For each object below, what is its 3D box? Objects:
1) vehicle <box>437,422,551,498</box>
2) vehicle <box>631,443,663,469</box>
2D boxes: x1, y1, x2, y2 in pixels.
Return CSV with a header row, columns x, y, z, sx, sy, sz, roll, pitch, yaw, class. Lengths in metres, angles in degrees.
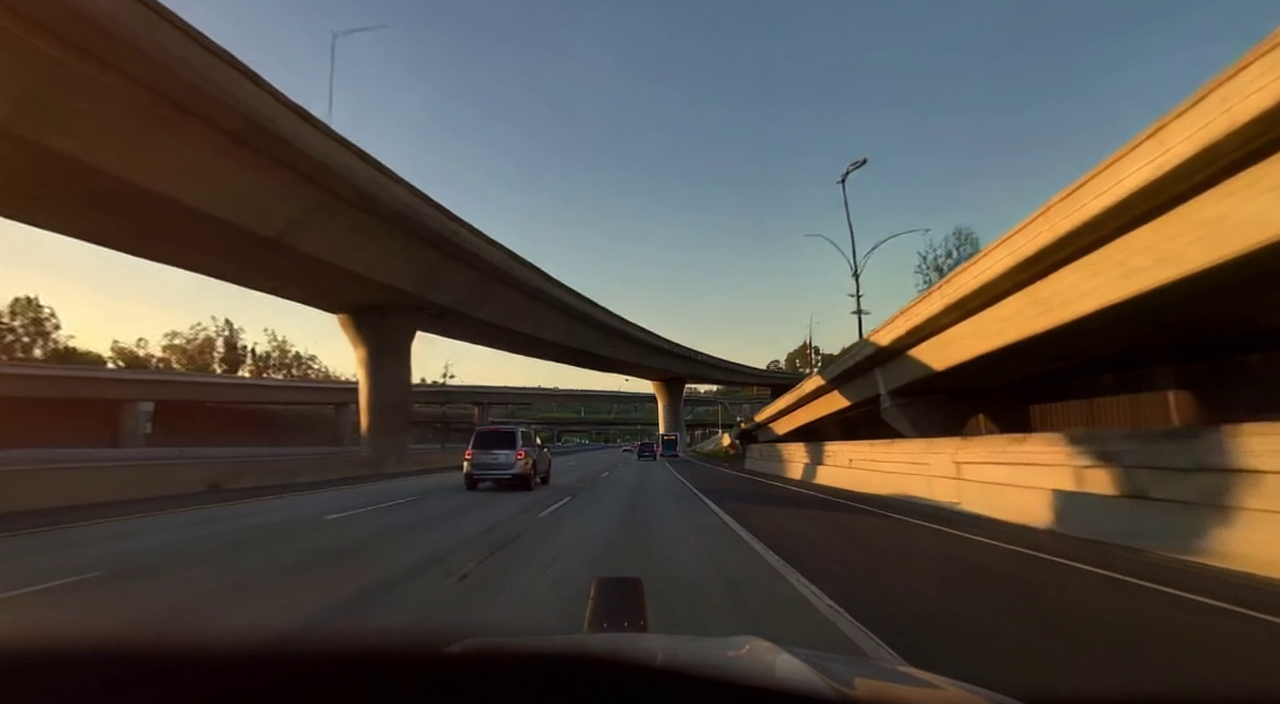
x,y,z,sx,sy,sz,roll,pitch,yaw,class
-4.076,3.132,18.560,2.147,1.918,4.834,0,-9,1,vehicle
0.467,7.135,43.481,2.052,1.711,4.223,0,-9,0,vehicle
